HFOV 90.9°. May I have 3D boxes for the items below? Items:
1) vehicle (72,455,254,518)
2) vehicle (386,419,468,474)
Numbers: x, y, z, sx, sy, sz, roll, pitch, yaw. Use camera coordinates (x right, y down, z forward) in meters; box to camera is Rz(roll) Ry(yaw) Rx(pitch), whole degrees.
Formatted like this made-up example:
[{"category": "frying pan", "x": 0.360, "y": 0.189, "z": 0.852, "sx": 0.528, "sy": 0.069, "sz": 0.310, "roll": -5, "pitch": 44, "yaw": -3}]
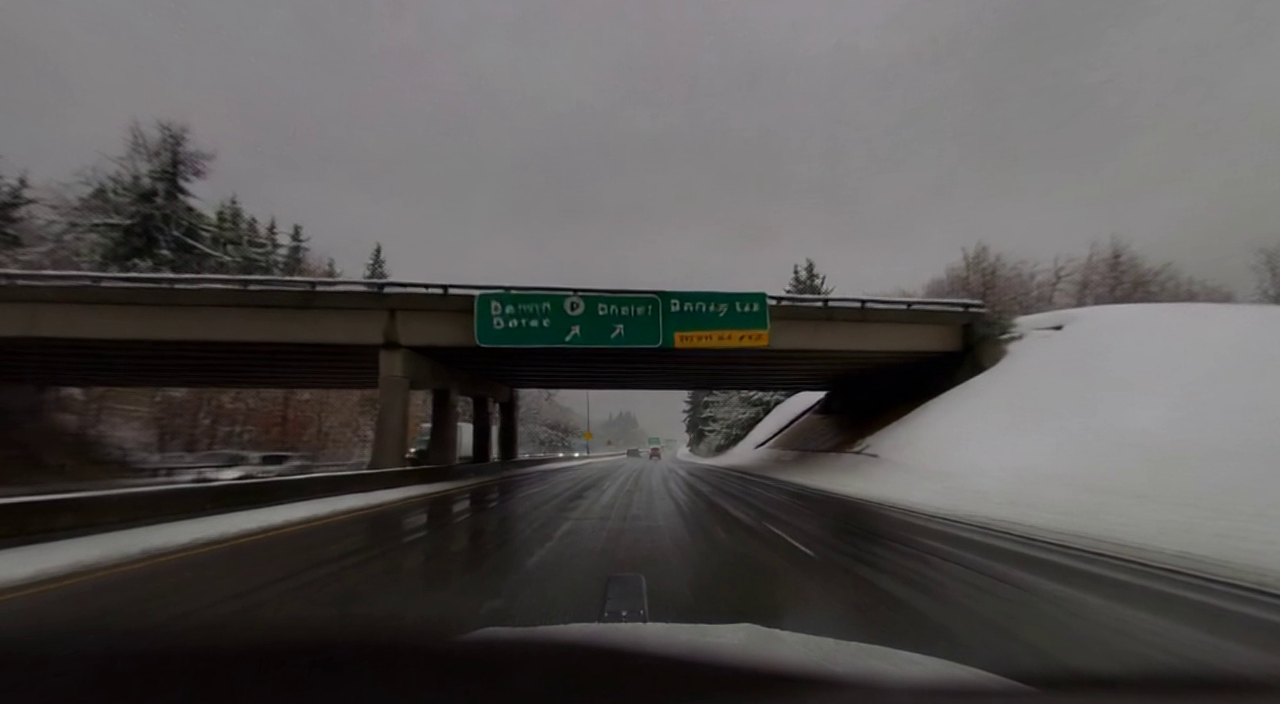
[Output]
[{"category": "vehicle", "x": -12.751, "y": 3.584, "z": 17.226, "sx": 1.868, "sy": 1.451, "sz": 3.891, "roll": 0, "pitch": -9, "yaw": 1}, {"category": "vehicle", "x": -16.459, "y": 7.455, "z": 49.643, "sx": 2.898, "sy": 3.875, "sz": 9.397, "roll": 0, "pitch": -9, "yaw": 1}]
